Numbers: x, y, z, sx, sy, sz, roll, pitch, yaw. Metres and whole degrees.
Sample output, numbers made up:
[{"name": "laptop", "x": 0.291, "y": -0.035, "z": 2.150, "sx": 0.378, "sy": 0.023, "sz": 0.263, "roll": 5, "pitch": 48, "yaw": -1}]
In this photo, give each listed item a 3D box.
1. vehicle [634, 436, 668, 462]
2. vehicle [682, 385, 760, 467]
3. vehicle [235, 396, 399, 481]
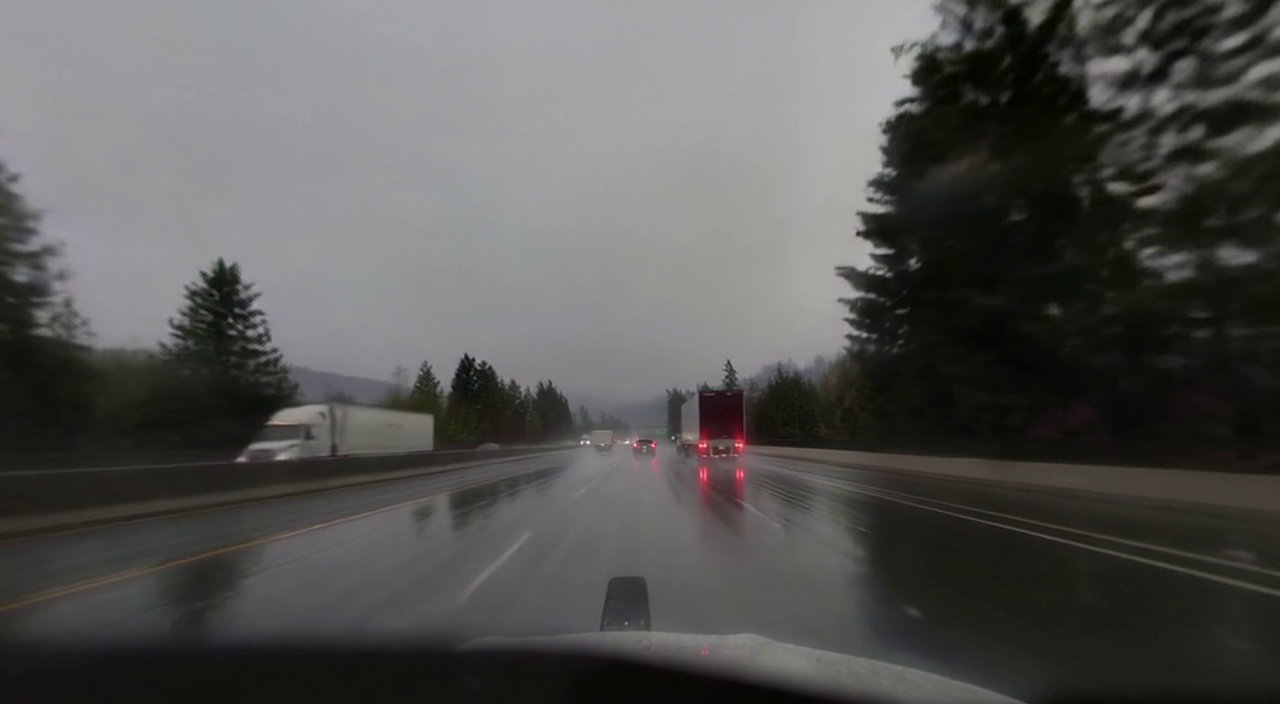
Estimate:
[{"name": "vehicle", "x": 0.718, "y": 6.332, "z": 41.112, "sx": 2.139, "sy": 1.607, "sz": 4.034, "roll": 0, "pitch": -8, "yaw": 1}, {"name": "vehicle", "x": 4.622, "y": 4.763, "z": 39.341, "sx": 3.005, "sy": 4.131, "sz": 14.221, "roll": 1, "pitch": -8, "yaw": 0}, {"name": "vehicle", "x": -18.366, "y": 5.142, "z": 37.347, "sx": 3.111, "sy": 4.175, "sz": 12.311, "roll": 0, "pitch": -8, "yaw": 0}]
